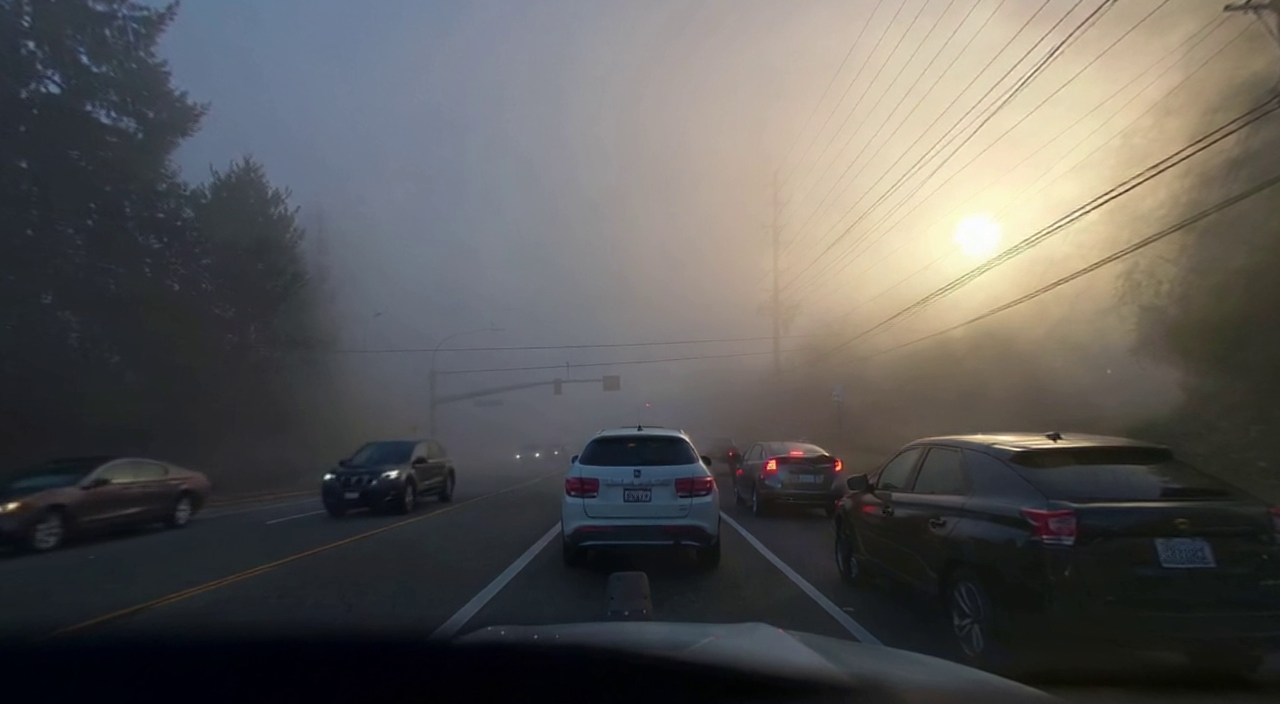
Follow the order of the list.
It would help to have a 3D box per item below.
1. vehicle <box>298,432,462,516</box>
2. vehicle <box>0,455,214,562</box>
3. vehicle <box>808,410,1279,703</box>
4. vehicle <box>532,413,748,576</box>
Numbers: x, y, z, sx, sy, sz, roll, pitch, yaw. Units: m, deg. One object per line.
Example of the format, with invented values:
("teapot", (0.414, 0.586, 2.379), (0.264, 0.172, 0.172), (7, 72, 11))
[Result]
("vehicle", (-6.167, 2.929, 15.670), (2.068, 1.739, 4.572), (0, -8, 1))
("vehicle", (-10.066, 2.630, 11.293), (1.921, 1.471, 4.137), (0, -8, 1))
("vehicle", (2.883, 1.320, 4.949), (1.950, 1.487, 4.275), (0, -8, 0))
("vehicle", (0.008, 1.768, 8.594), (2.200, 1.653, 4.127), (0, -8, 0))
